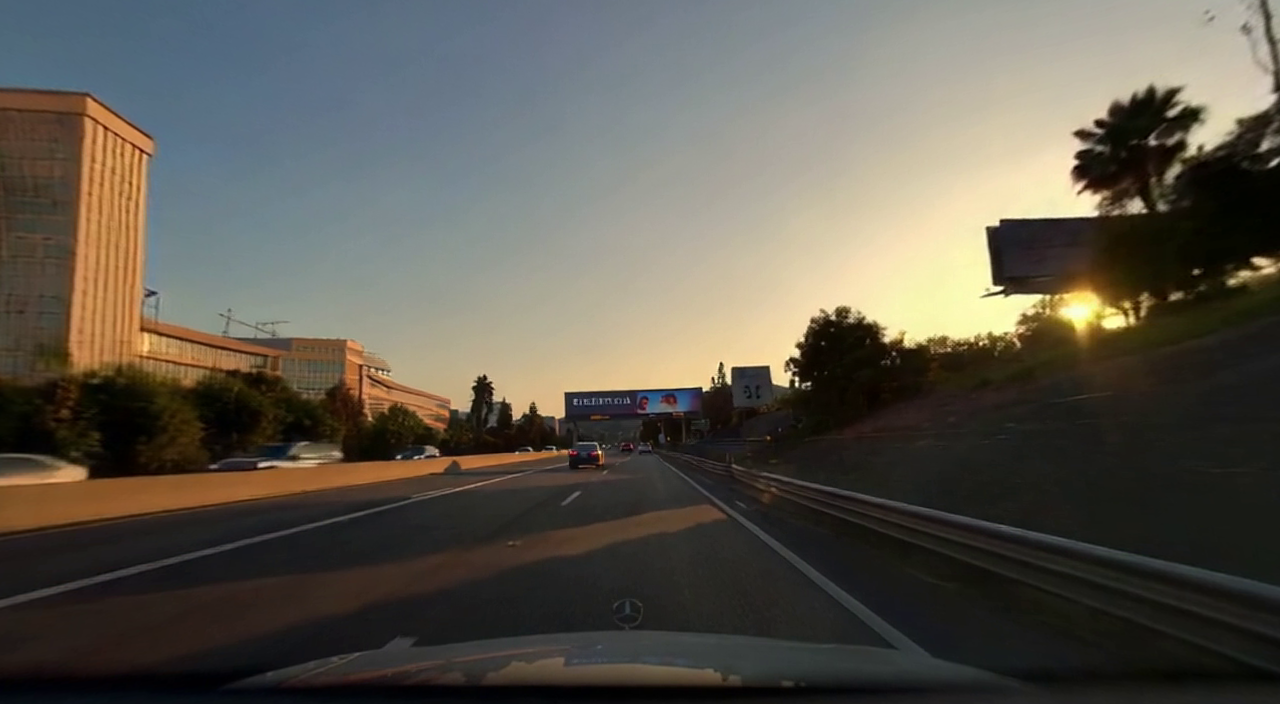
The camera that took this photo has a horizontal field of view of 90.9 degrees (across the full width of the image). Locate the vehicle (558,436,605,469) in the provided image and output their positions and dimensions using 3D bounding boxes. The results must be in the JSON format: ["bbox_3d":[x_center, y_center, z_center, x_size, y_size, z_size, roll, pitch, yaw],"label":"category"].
[{"bbox_3d":[-3.356,5.876,37.051,2.159,1.793,5.027,-1,-8,1],"label":"vehicle"}]

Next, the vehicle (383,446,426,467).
[{"bbox_3d":[-17.012,7.539,45.660,1.629,1.476,3.605,-1,-8,1],"label":"vehicle"}]

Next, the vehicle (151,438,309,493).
[{"bbox_3d":[-13.989,3.878,22.010,2.210,1.666,4.858,-1,-8,1],"label":"vehicle"}]
